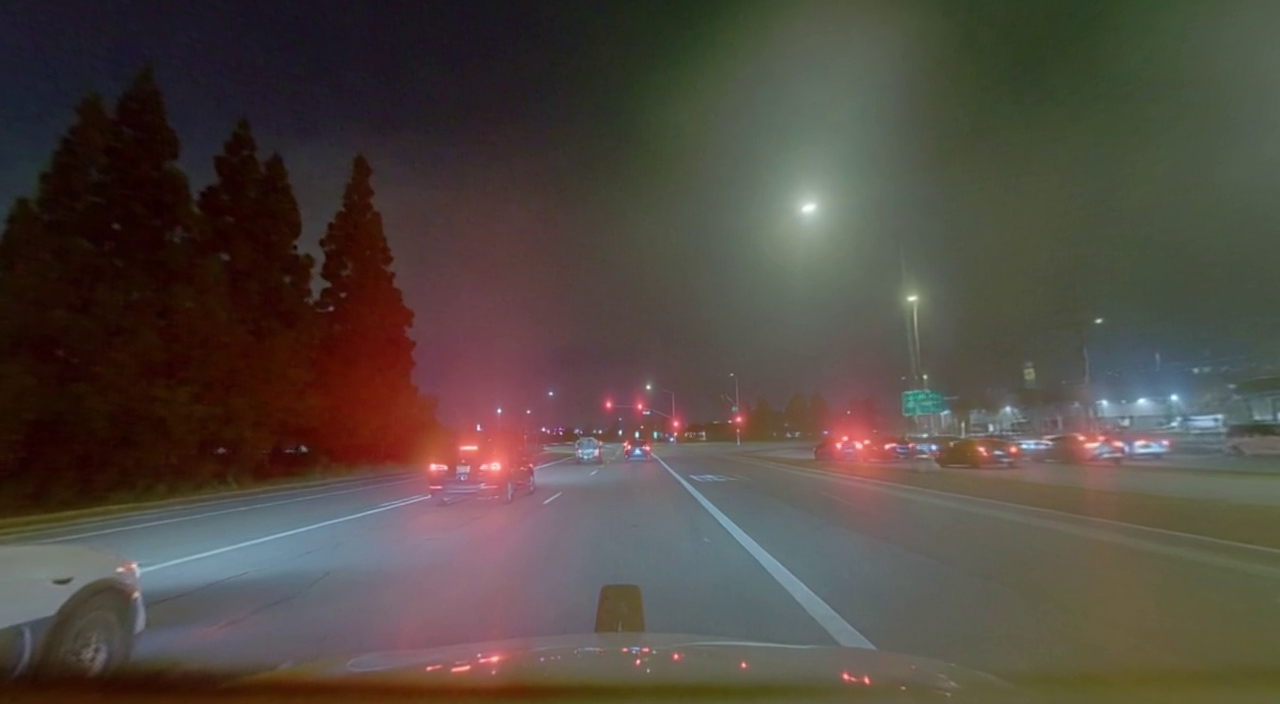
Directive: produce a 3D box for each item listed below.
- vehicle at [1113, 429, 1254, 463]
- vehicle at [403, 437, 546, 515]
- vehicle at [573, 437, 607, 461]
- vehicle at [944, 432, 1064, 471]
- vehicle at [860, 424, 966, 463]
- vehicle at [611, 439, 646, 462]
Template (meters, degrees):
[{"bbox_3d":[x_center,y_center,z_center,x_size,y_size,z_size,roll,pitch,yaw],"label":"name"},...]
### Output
[{"bbox_3d":[25.161,4.398,29.472,4.528,1.450,1.889,-4,-9,26],"label":"vehicle"},{"bbox_3d":[-3.501,2.705,14.368,1.920,1.480,4.549,0,-8,2],"label":"vehicle"},{"bbox_3d":[-3.778,7.440,48.441,2.144,1.732,4.279,-1,-8,2],"label":"vehicle"},{"bbox_3d":[14.908,4.062,25.875,4.505,1.472,2.020,4,-10,-27],"label":"vehicle"},{"bbox_3d":[14.951,5.008,34.579,5.394,1.994,2.228,4,-9,-26],"label":"vehicle"},{"bbox_3d":[-0.716,6.687,42.913,2.231,1.481,4.489,0,-8,0],"label":"vehicle"}]
